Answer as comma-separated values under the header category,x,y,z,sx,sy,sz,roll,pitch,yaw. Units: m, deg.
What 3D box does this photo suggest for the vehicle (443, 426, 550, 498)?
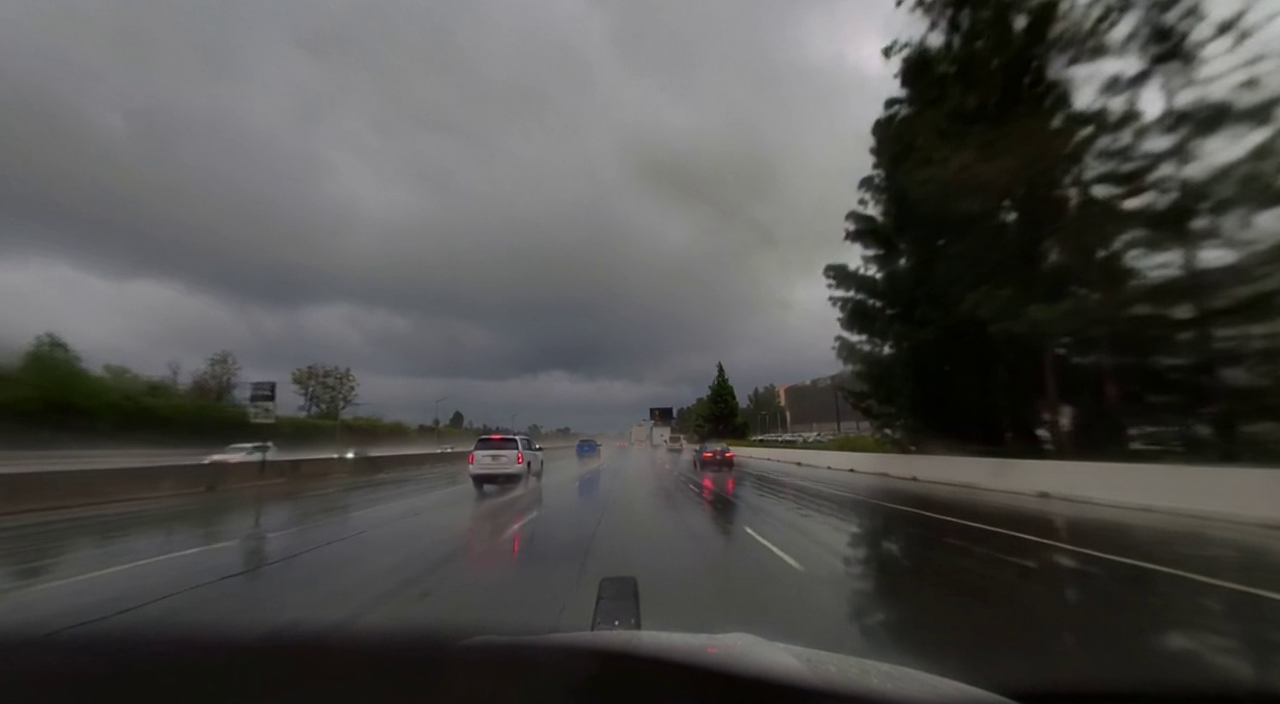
category,x,y,z,sx,sy,sz,roll,pitch,yaw
vehicle,-3.882,3.062,17.991,1.987,1.765,4.508,0,-8,0

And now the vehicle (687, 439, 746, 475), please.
category,x,y,z,sx,sy,sz,roll,pitch,yaw
vehicle,3.388,4.778,28.955,1.957,1.510,4.643,0,-8,-2

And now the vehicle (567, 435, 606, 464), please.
category,x,y,z,sx,sy,sz,roll,pitch,yaw
vehicle,-3.893,7.196,46.663,2.410,1.981,5.355,0,-8,0

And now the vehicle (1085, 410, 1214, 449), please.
category,x,y,z,sx,sy,sz,roll,pitch,yaw
vehicle,27.293,4.276,34.220,1.959,1.935,5.851,0,-8,-2

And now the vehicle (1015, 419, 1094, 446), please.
category,x,y,z,sx,sy,sz,roll,pitch,yaw
vehicle,32.363,6.373,49.565,2.133,1.930,5.924,-1,-9,0

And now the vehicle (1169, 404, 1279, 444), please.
category,x,y,z,sx,sy,sz,roll,pitch,yaw
vehicle,32.438,4.028,34.543,2.062,1.924,5.623,-1,-9,-1

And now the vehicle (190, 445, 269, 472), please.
category,x,y,z,sx,sy,sz,roll,pitch,yaw
vehicle,-24.736,6.430,38.273,1.872,1.512,4.405,0,-8,0
